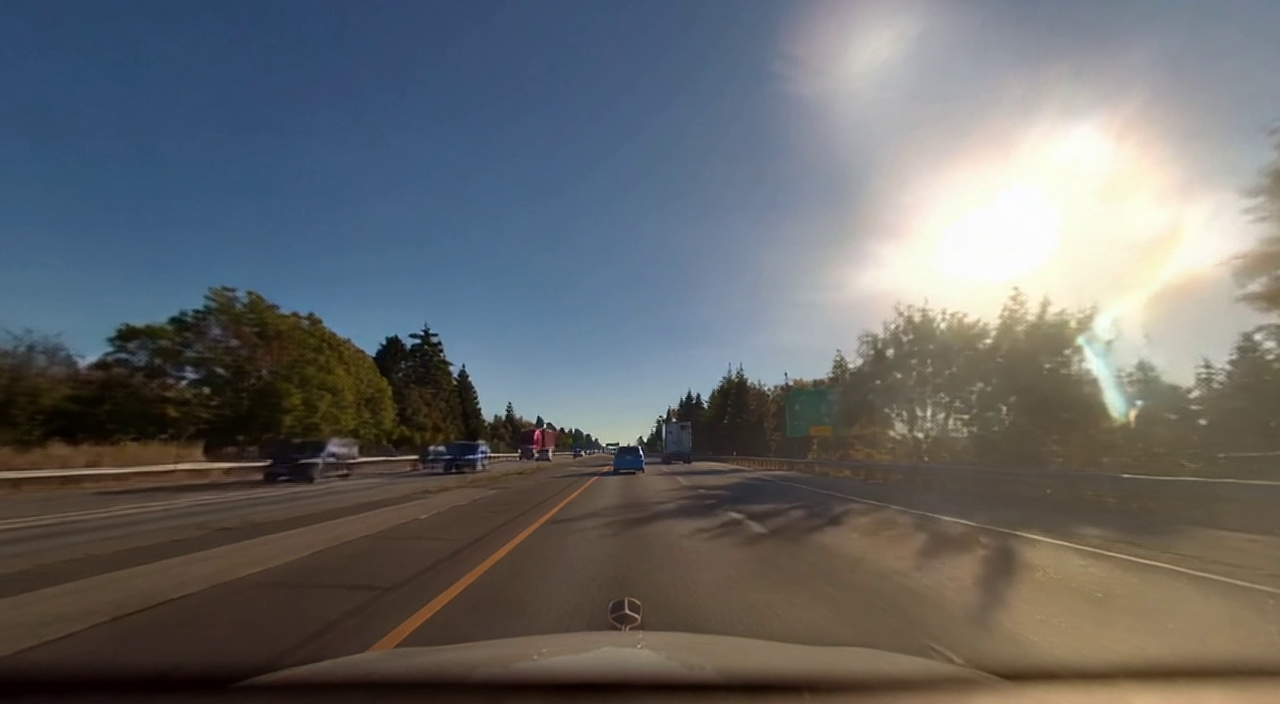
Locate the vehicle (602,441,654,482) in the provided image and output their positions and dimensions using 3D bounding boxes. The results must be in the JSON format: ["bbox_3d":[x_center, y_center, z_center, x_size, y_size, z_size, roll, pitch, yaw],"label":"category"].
[{"bbox_3d":[-0.545,5.008,29.050,2.190,1.706,4.062,0,-9,-1],"label":"vehicle"}]

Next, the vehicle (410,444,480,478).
[{"bbox_3d":[-9.209,5.182,30.220,1.985,1.493,4.492,0,-9,-1],"label":"vehicle"}]

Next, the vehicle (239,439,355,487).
[{"bbox_3d":[-12.456,4.041,23.260,1.893,1.583,4.236,0,-9,0],"label":"vehicle"}]
